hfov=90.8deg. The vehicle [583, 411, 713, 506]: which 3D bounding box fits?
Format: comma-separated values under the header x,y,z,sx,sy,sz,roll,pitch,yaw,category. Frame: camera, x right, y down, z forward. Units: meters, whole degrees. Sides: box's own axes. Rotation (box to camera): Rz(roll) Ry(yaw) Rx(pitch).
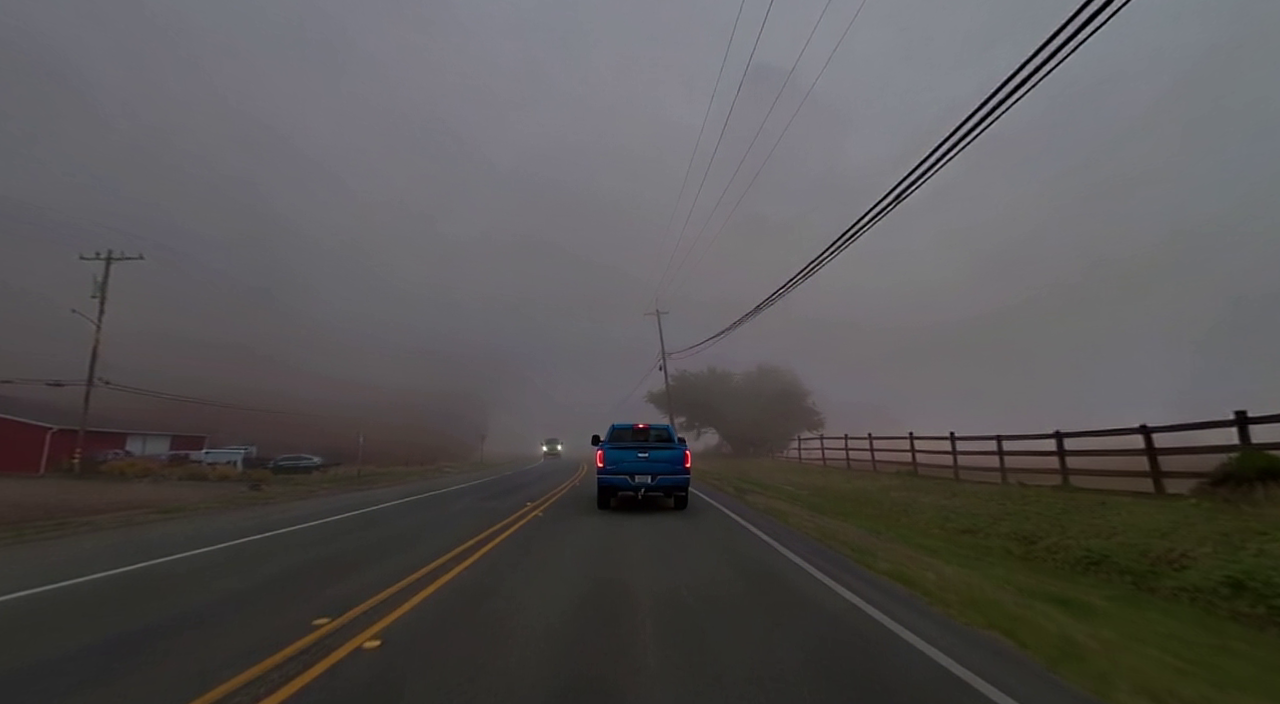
x,y,z,sx,sy,sz,roll,pitch,yaw,category
0.040,2.674,16.330,2.693,1.941,6.356,0,-9,-2,vehicle
